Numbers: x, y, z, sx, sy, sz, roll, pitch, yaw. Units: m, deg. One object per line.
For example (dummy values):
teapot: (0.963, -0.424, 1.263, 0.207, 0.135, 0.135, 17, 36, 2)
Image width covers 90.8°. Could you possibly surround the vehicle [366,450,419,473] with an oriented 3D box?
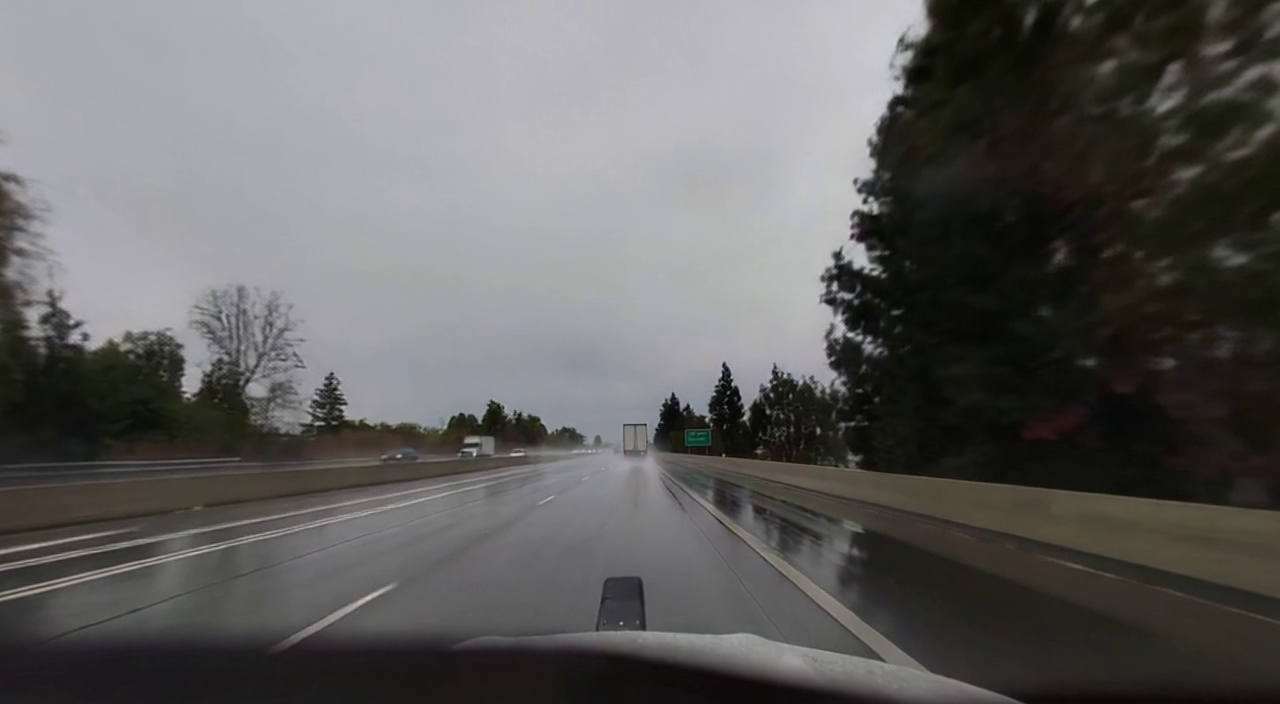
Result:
vehicle: (-18.219, 8.099, 46.738, 1.950, 1.586, 4.785, 0, -9, 0)
